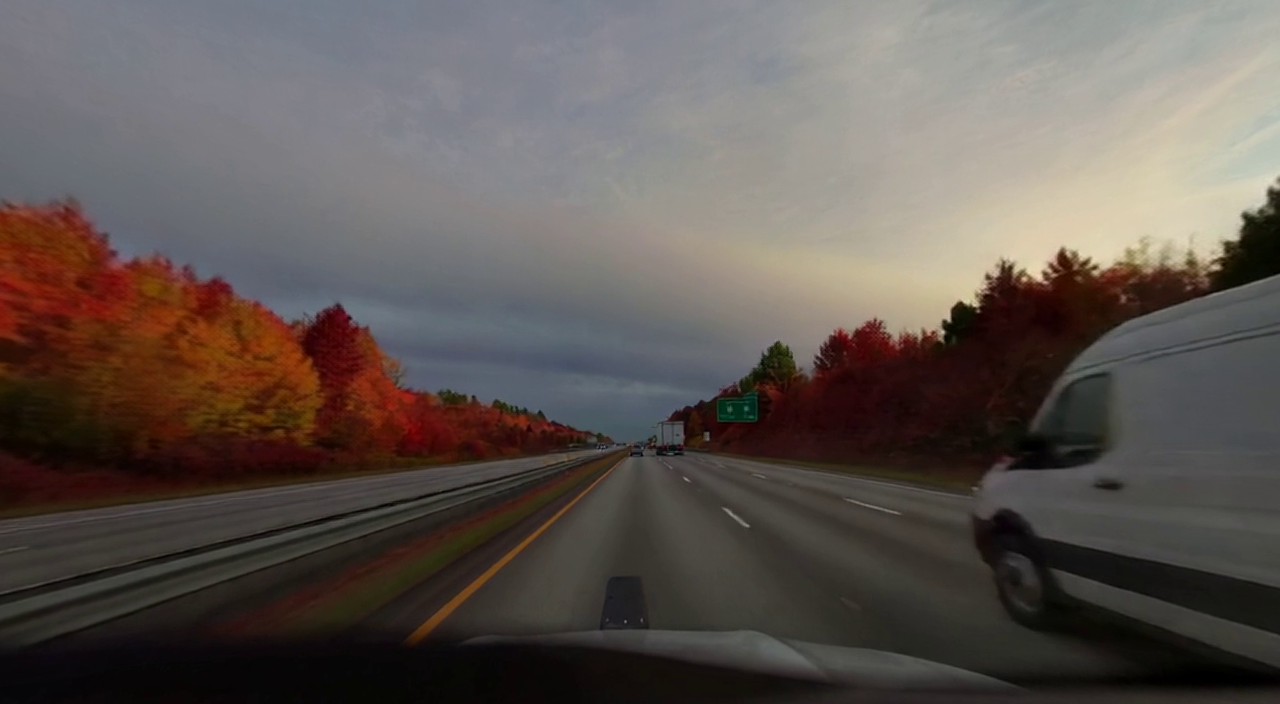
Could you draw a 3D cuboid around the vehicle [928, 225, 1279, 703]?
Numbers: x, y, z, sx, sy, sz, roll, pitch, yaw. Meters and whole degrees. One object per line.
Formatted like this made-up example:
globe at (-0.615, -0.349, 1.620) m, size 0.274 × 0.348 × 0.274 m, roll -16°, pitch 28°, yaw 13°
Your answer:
vehicle at (3.429, 0.631, 2.351) m, size 2.291 × 2.112 × 5.052 m, roll 0°, pitch -8°, yaw 0°
